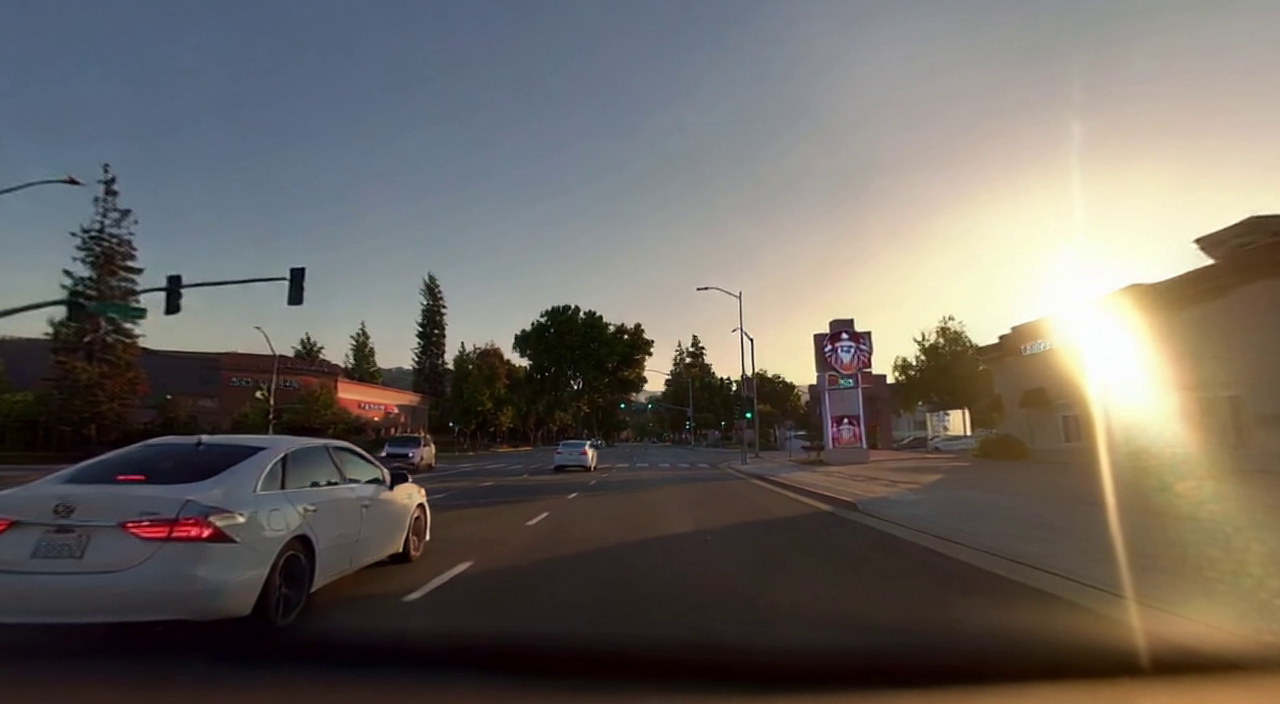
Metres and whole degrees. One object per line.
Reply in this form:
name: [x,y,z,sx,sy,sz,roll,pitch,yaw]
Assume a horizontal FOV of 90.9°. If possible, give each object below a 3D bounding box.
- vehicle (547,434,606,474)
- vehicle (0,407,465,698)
vehicle: [-2.828,4.675,29.088,2.109,1.692,4.220,0,-8,3]
vehicle: [-3.202,1.356,5.508,2.018,1.477,4.401,0,-8,1]
